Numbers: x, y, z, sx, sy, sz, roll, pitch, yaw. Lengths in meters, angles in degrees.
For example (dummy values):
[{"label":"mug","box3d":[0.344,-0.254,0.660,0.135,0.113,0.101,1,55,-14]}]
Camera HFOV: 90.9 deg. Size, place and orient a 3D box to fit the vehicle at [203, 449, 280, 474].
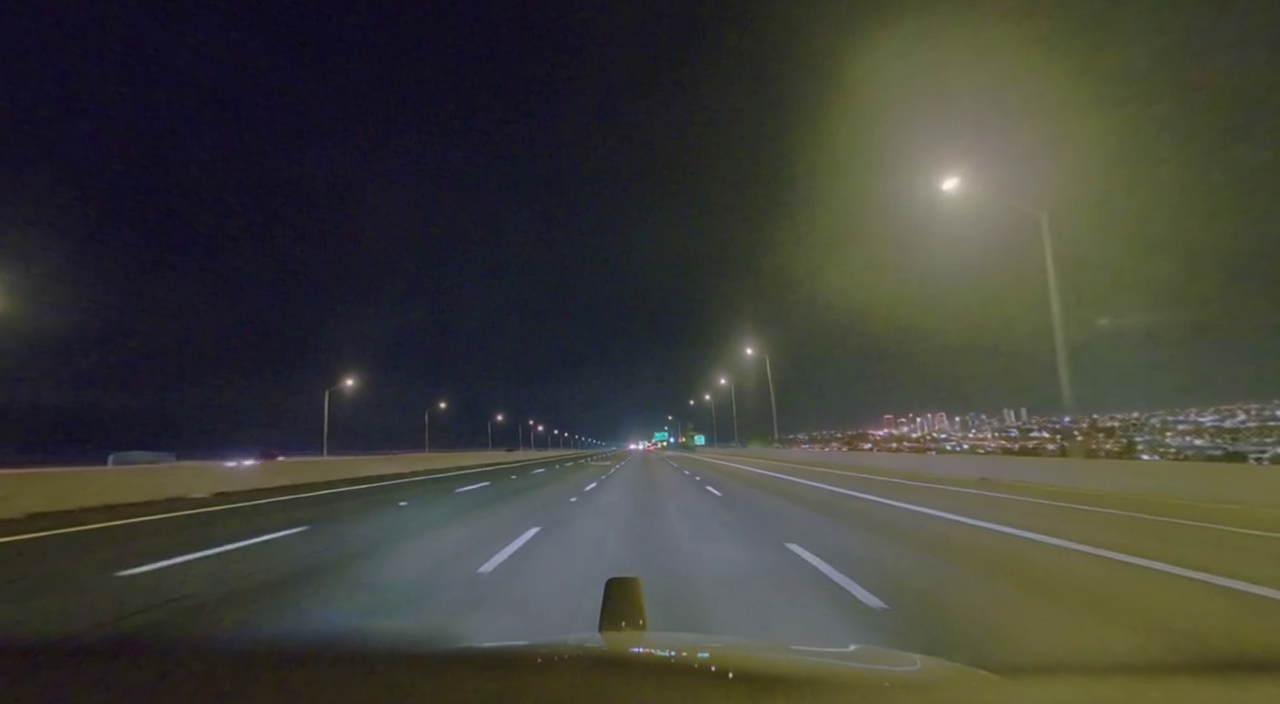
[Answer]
[{"label":"vehicle","box3d":[-28.146,7.713,44.800,2.043,1.641,5.089,0,-8,1]}]
